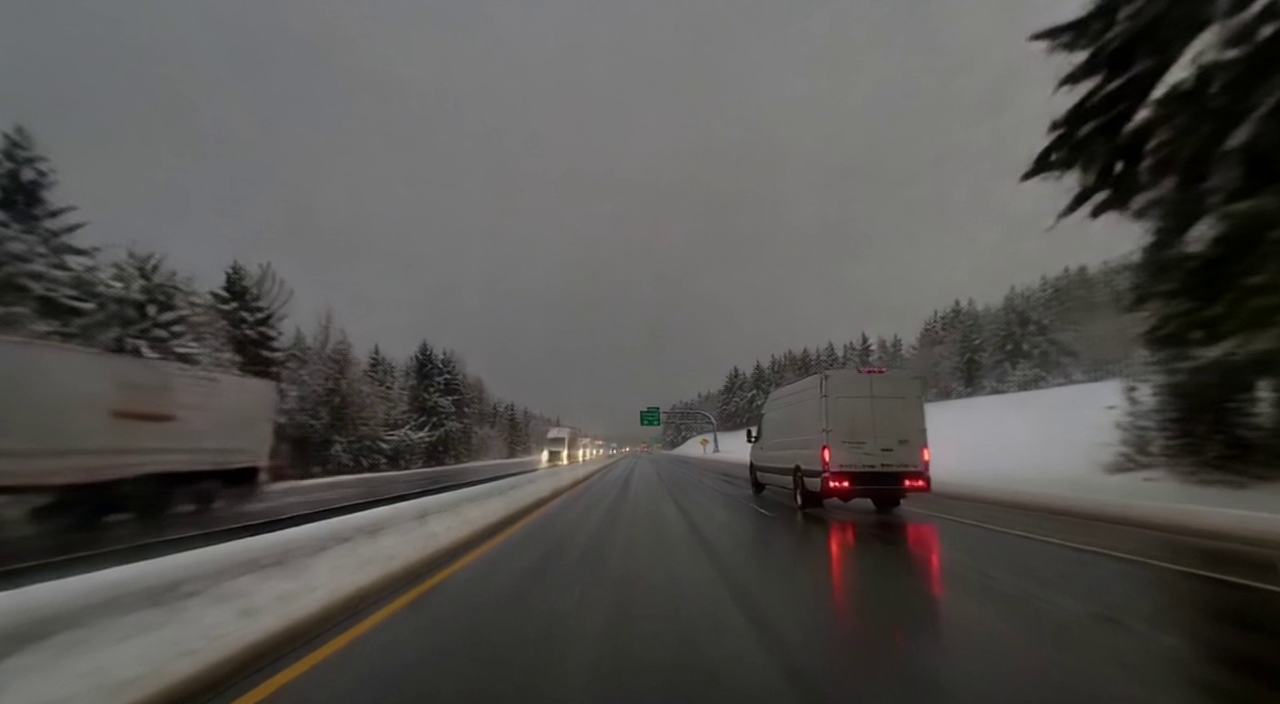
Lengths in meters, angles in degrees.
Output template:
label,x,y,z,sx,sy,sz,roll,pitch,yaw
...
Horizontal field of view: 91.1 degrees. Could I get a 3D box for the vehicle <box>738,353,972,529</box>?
label,x,y,z,sx,sy,sz,roll,pitch,yaw
vehicle,3.977,1.928,13.540,2.449,2.805,6.763,0,-9,-1

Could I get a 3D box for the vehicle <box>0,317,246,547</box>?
label,x,y,z,sx,sy,sz,roll,pitch,yaw
vehicle,-12.767,1.642,12.505,3.343,3.928,10.064,0,-9,0
